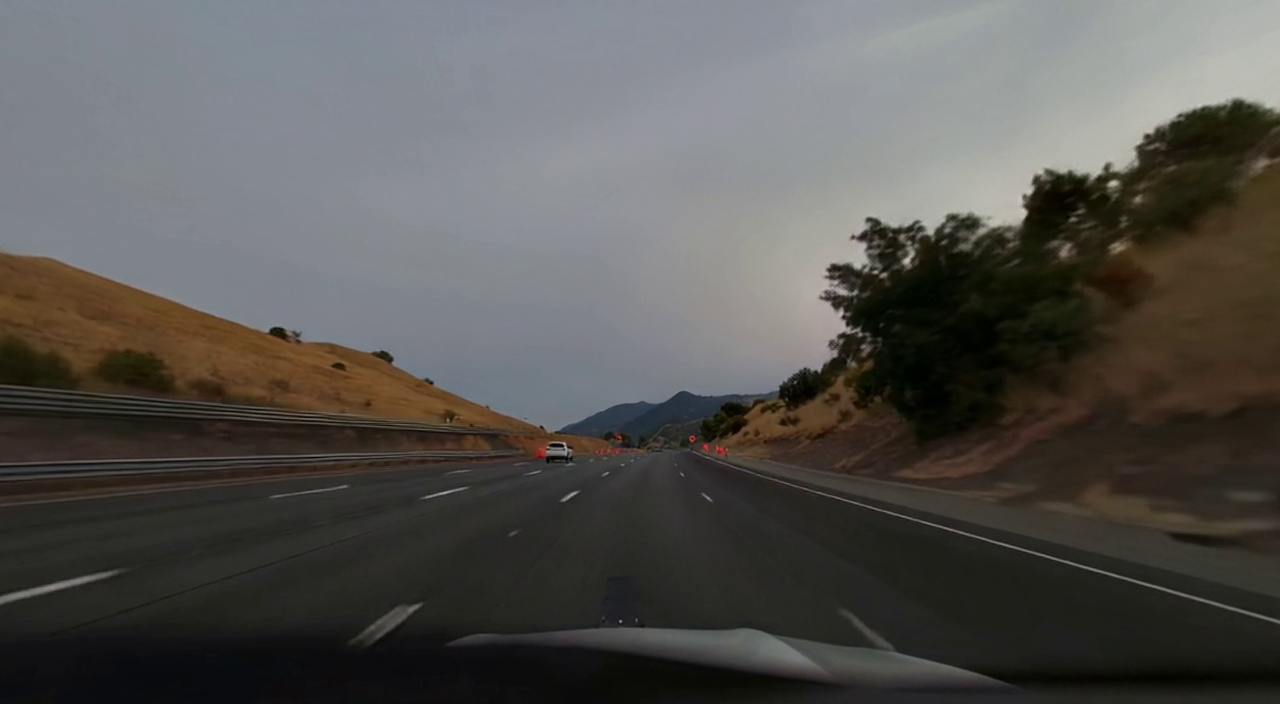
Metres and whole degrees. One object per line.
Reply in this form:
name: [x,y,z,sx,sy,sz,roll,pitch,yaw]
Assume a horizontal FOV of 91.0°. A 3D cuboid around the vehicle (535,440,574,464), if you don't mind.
vehicle: [-6.011,7.032,44.485,2.042,1.585,4.162,0,-8,2]
